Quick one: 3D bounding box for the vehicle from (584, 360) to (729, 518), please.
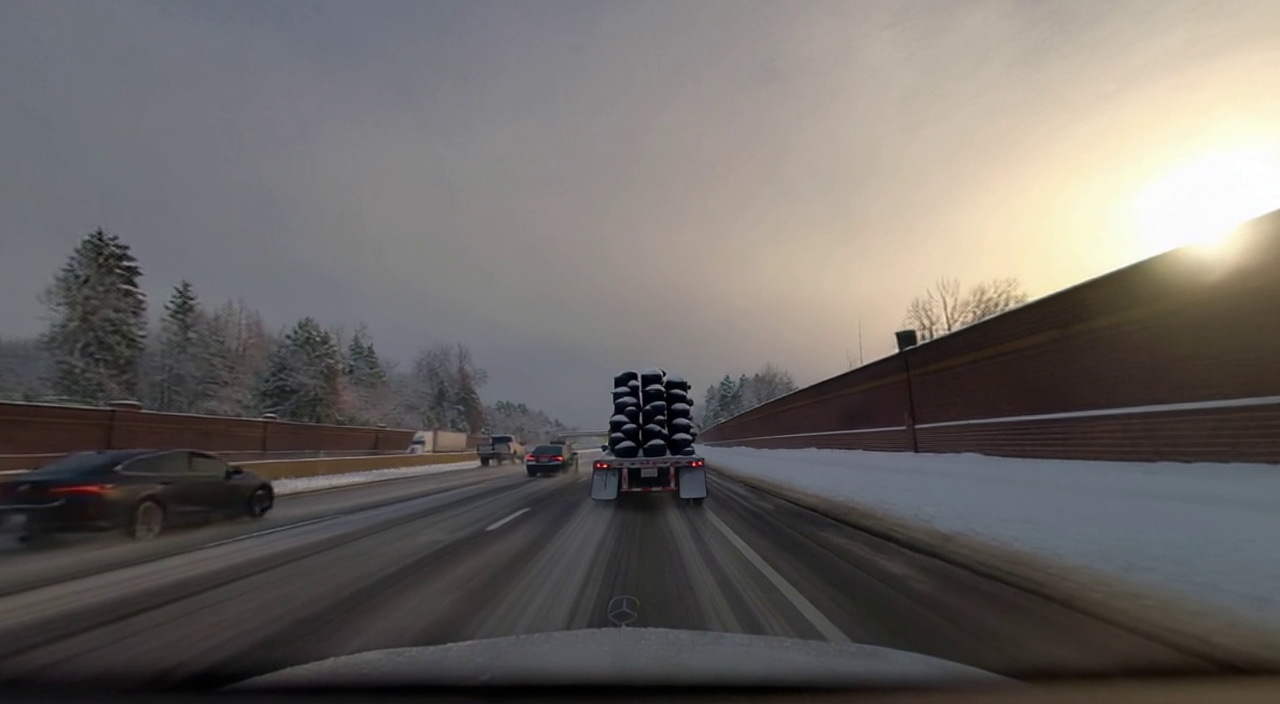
[{"bbox_3d":[0.351,2.290,16.550,2.798,3.071,8.412,0,-8,1],"label":"vehicle"}]

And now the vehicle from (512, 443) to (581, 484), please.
[{"bbox_3d":[-3.624,4.391,25.229,1.974,1.475,4.538,0,-8,1],"label":"vehicle"}]

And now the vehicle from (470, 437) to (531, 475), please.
[{"bbox_3d":[-7.468,5.635,34.430,2.164,1.874,5.004,0,-8,0],"label":"vehicle"}]

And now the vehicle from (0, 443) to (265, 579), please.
[{"bbox_3d":[-7.884,2.056,9.088,2.006,1.458,4.700,0,-8,1],"label":"vehicle"}]
